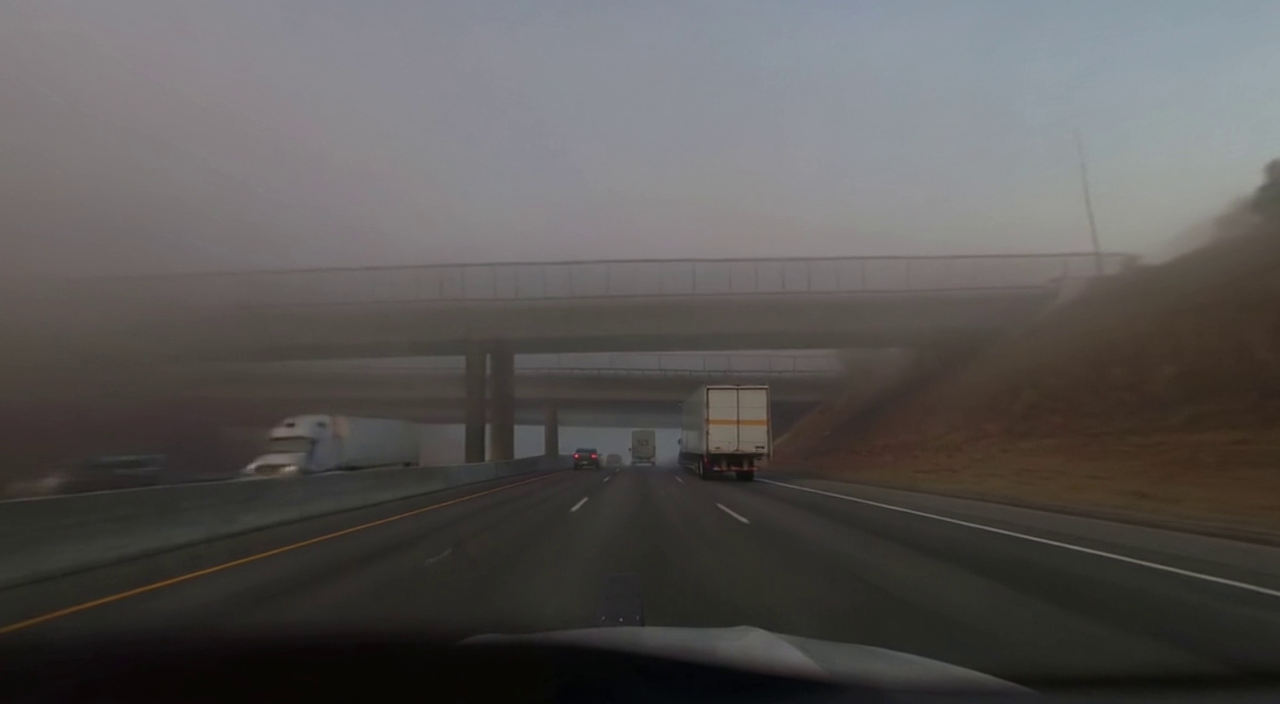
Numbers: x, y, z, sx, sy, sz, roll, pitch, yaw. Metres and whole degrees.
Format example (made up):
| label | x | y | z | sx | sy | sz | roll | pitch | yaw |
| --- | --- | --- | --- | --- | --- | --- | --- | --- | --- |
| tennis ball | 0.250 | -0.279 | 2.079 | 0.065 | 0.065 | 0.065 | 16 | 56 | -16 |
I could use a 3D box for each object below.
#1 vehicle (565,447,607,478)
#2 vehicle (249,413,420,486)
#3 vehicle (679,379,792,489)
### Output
| label | x | y | z | sx | sy | sz | roll | pitch | yaw |
| --- | --- | --- | --- | --- | --- | --- | --- | --- | --- |
| vehicle | -2.998 | 6.229 | 35.893 | 2.007 | 1.647 | 3.854 | 0 | -9 | 1 |
| vehicle | -18.996 | 6.433 | 41.643 | 2.894 | 3.819 | 16.777 | 0 | -9 | 0 |
| vehicle | 4.016 | 4.292 | 31.607 | 3.131 | 4.037 | 16.729 | 0 | -9 | 0 |
